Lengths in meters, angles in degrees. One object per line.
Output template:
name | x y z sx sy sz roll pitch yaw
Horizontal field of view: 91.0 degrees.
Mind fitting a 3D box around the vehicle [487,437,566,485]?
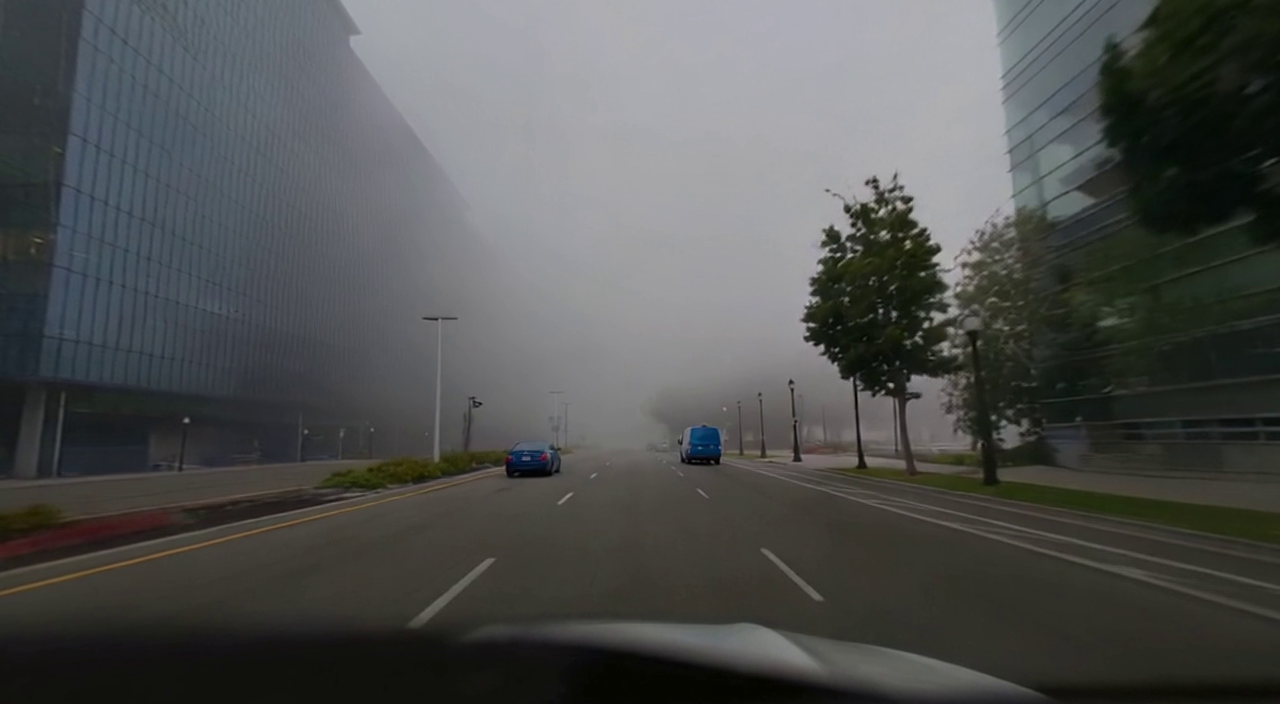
vehicle | -3.719 3.635 21.325 1.864 1.464 4.195 0 -8 0

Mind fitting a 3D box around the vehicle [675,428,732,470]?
vehicle | 3.089 4.895 31.847 2.200 1.914 5.145 0 -8 -1
